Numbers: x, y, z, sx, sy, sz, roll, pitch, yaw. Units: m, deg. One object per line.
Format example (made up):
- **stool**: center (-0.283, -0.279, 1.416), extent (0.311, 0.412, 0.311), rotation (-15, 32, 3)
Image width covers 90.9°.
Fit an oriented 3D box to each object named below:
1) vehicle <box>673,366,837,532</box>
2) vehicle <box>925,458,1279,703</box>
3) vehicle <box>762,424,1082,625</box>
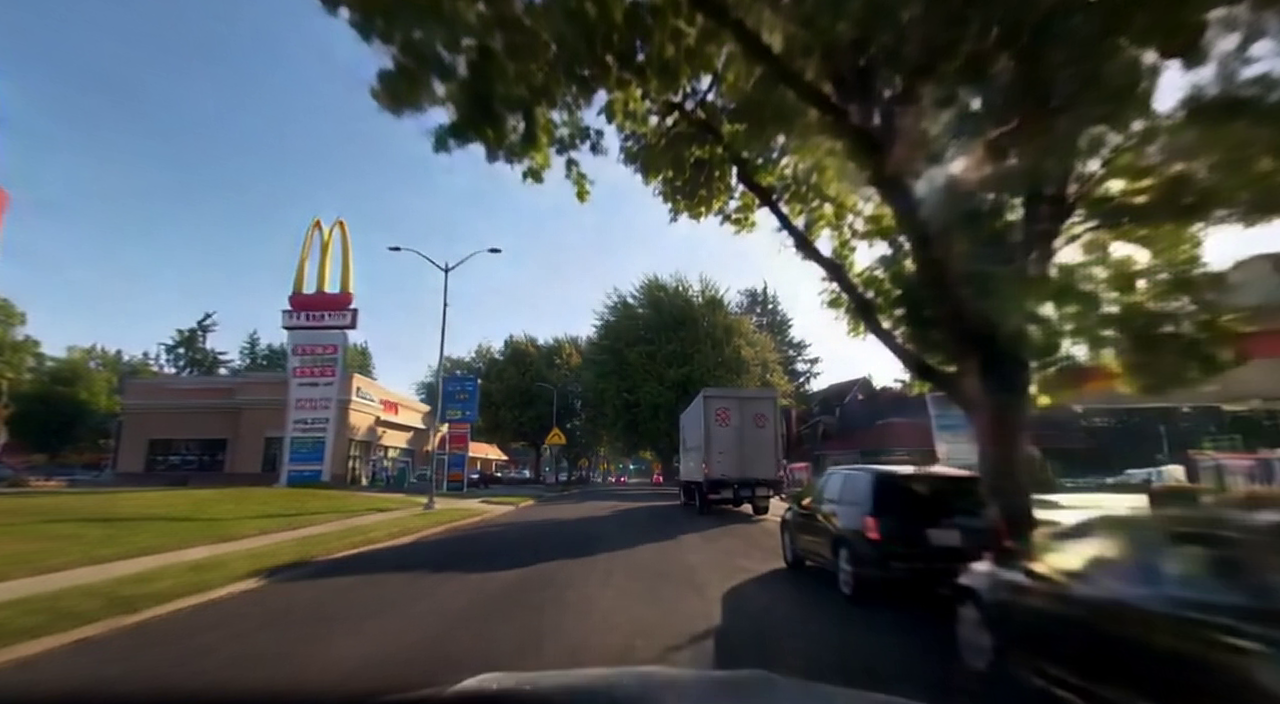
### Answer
- **vehicle**: center (3.218, 3.678, 22.743), extent (2.990, 4.098, 13.928), rotation (1, -11, -1)
- **vehicle**: center (3.240, 1.304, 3.066), extent (1.844, 1.498, 3.898), rotation (1, -11, 0)
- **vehicle**: center (3.179, 2.089, 8.388), extent (2.050, 1.906, 4.374), rotation (1, -11, -2)
